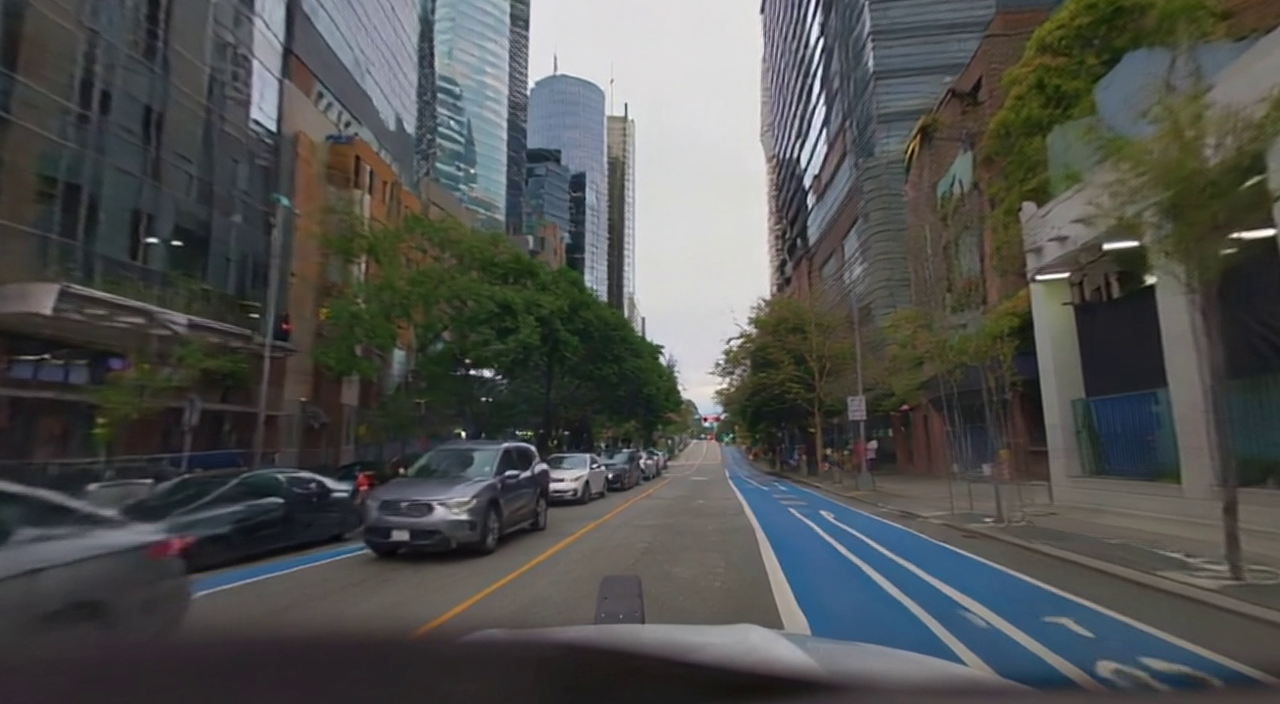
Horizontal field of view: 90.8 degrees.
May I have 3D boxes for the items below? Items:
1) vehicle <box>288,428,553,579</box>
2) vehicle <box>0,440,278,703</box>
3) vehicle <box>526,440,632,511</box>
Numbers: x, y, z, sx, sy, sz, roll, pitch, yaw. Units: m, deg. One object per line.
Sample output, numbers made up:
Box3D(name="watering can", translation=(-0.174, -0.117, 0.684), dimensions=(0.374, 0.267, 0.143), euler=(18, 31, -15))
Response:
Box3D(name="vehicle", translation=(-3.057, 2.229, 10.144), dimensions=(2.173, 1.814, 4.573), euler=(-1, -9, 7))
Box3D(name="vehicle", translation=(-3.973, 1.092, 2.235), dimensions=(2.017, 1.558, 4.888), euler=(-1, -9, 8))
Box3D(name="vehicle", translation=(-1.666, 3.641, 19.136), dimensions=(2.225, 1.848, 4.472), euler=(-1, -9, 8))
